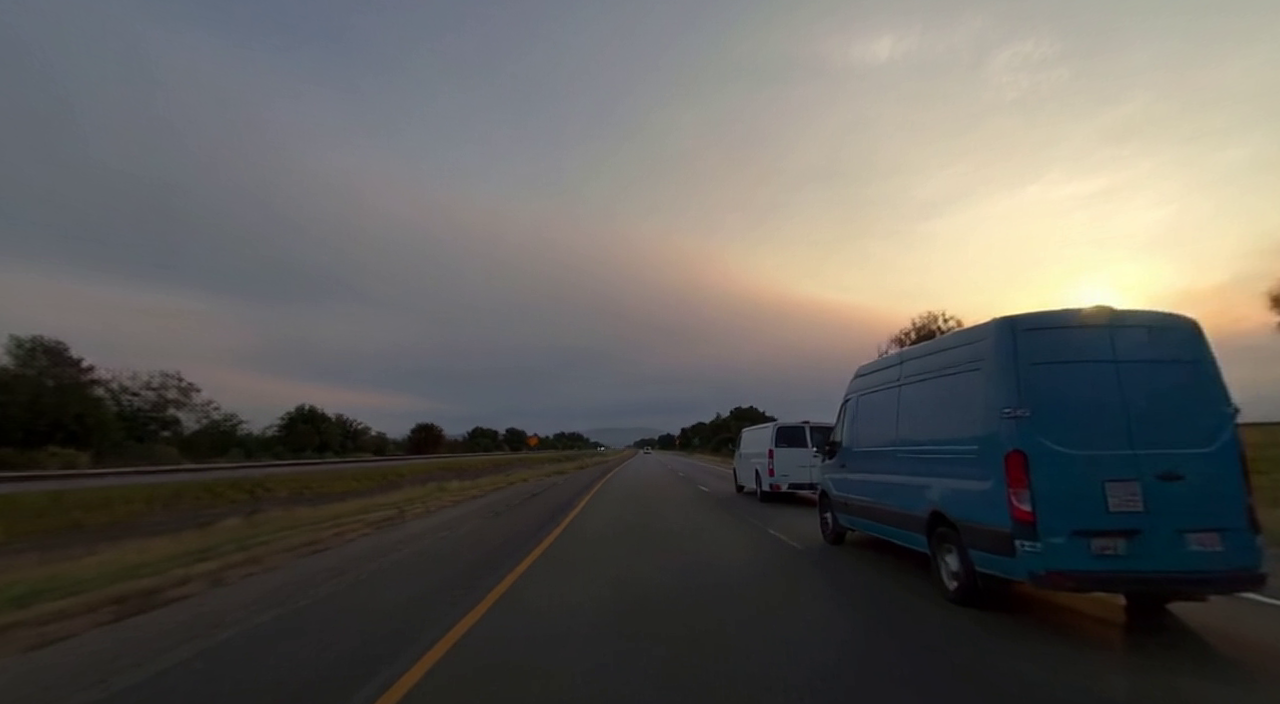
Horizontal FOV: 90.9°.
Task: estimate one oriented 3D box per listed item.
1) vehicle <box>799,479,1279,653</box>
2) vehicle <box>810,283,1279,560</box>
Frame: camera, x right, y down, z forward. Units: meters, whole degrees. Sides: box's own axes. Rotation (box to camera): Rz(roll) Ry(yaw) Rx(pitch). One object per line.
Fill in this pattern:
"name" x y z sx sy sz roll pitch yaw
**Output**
"vehicle" 3.996 2.093 7.463 2.702 0.824 6.391 0 -9 1
"vehicle" 4.074 0.896 7.545 2.444 2.053 5.616 -1 -8 0
